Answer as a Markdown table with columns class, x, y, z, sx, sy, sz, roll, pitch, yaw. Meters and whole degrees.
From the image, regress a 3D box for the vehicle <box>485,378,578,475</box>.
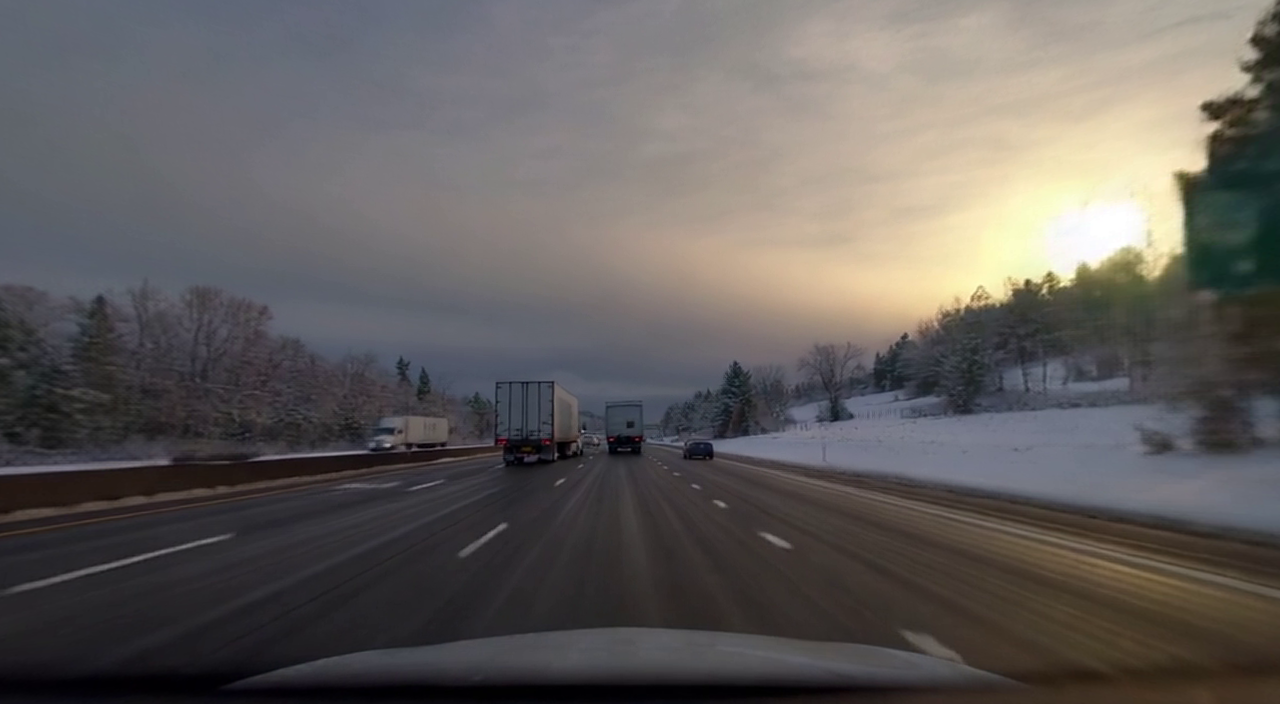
| class | x | y | z | sx | sy | sz | roll | pitch | yaw |
| --- | --- | --- | --- | --- | --- | --- | --- | --- | --- |
| vehicle | -4.163 | 3.110 | 25.703 | 2.728 | 3.405 | 7.096 | 0 | -8 | -2 |

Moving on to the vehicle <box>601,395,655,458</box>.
| class | x | y | z | sx | sy | sz | roll | pitch | yaw |
| --- | --- | --- | --- | --- | --- | --- | --- | --- | --- |
| vehicle | -1.224 | 6.021 | 49.377 | 3.475 | 4.037 | 17.454 | 0 | -8 | -3 |

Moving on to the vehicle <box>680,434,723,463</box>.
| class | x | y | z | sx | sy | sz | roll | pitch | yaw |
| --- | --- | --- | --- | --- | --- | --- | --- | --- | --- |
| vehicle | 3.348 | 5.301 | 34.796 | 1.891 | 1.477 | 3.599 | 0 | -8 | -2 |
